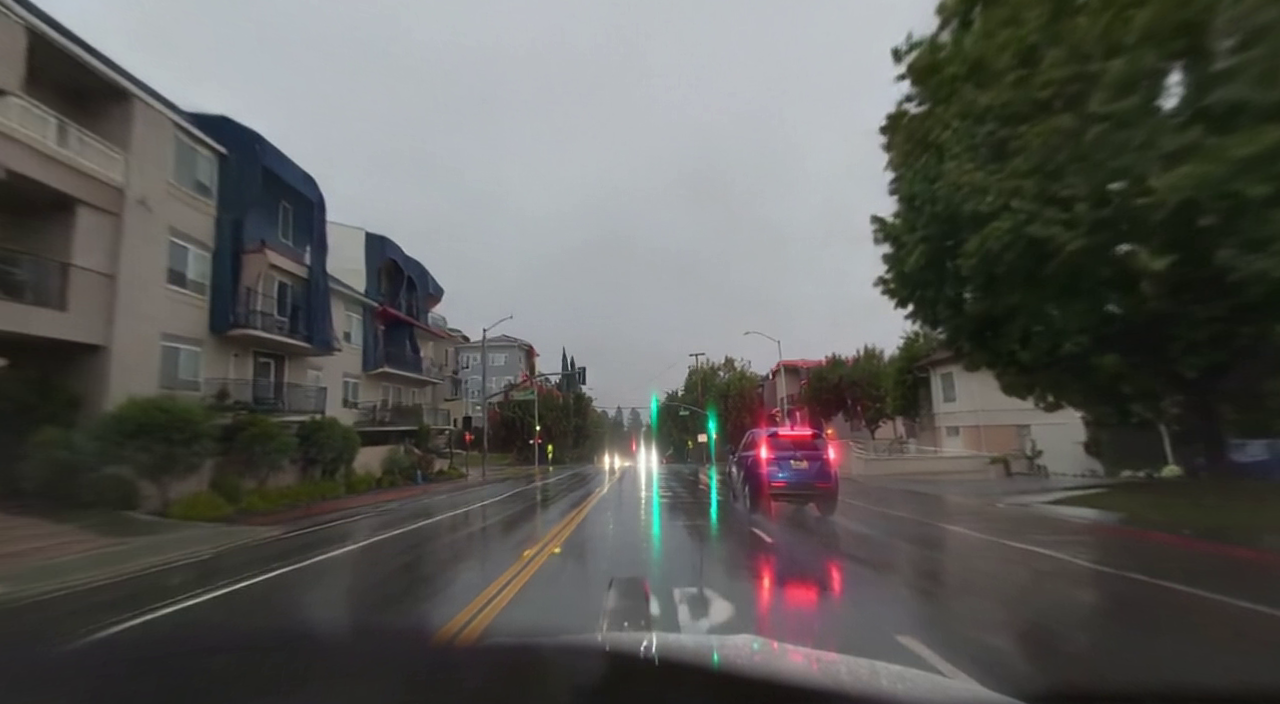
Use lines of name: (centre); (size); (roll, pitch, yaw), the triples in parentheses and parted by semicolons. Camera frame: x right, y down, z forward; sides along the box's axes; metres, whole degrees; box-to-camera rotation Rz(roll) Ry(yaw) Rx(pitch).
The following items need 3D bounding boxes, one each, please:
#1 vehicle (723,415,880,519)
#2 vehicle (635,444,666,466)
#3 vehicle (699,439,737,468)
vehicle: (3.240, 2.440, 13.878); (2.130, 1.863, 4.844); (0, -9, 0)
vehicle: (0.739, 7.464, 45.831); (2.097, 1.463, 4.043); (0, -9, 0)
vehicle: (5.250, 6.836, 42.536); (2.335, 1.794, 4.898); (-1, -9, 7)
